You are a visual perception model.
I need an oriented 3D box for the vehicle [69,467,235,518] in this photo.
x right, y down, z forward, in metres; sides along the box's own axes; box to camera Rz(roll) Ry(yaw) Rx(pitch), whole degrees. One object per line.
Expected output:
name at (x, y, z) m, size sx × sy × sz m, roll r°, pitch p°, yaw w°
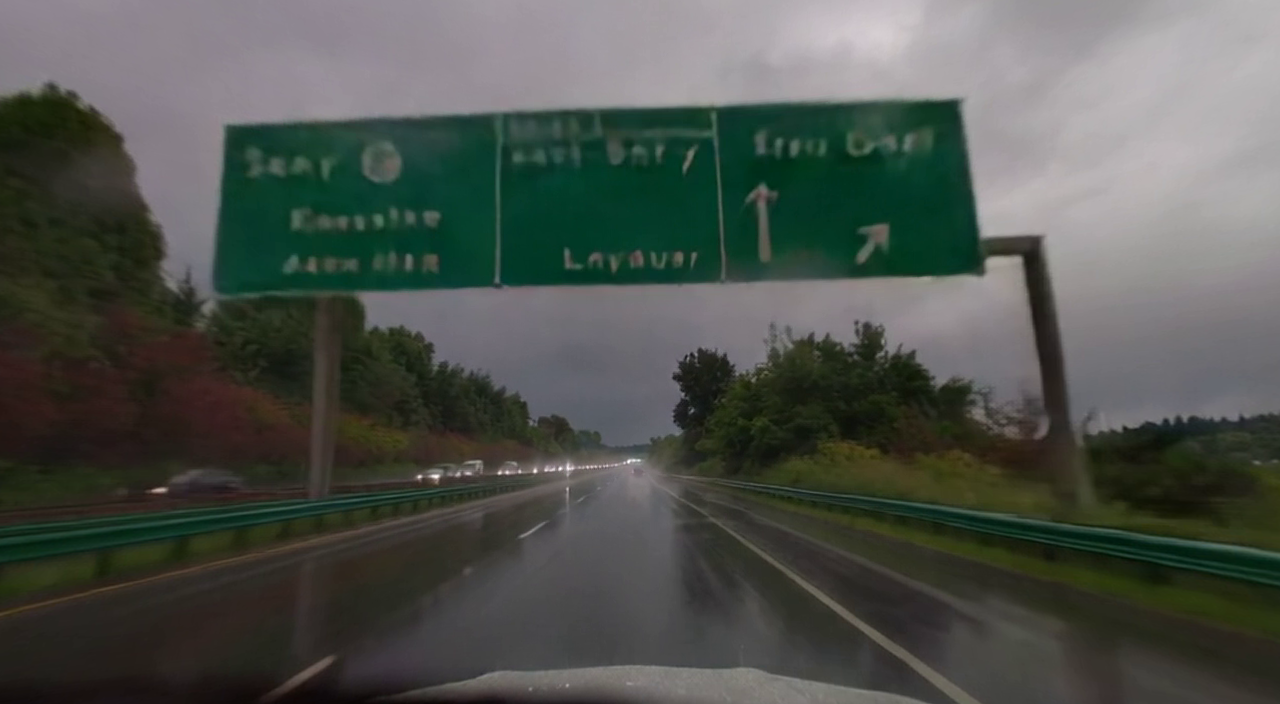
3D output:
vehicle at (-16.026, 4.603, 21.067) m, size 1.918 × 1.458 × 4.498 m, roll 1°, pitch -11°, yaw 0°
